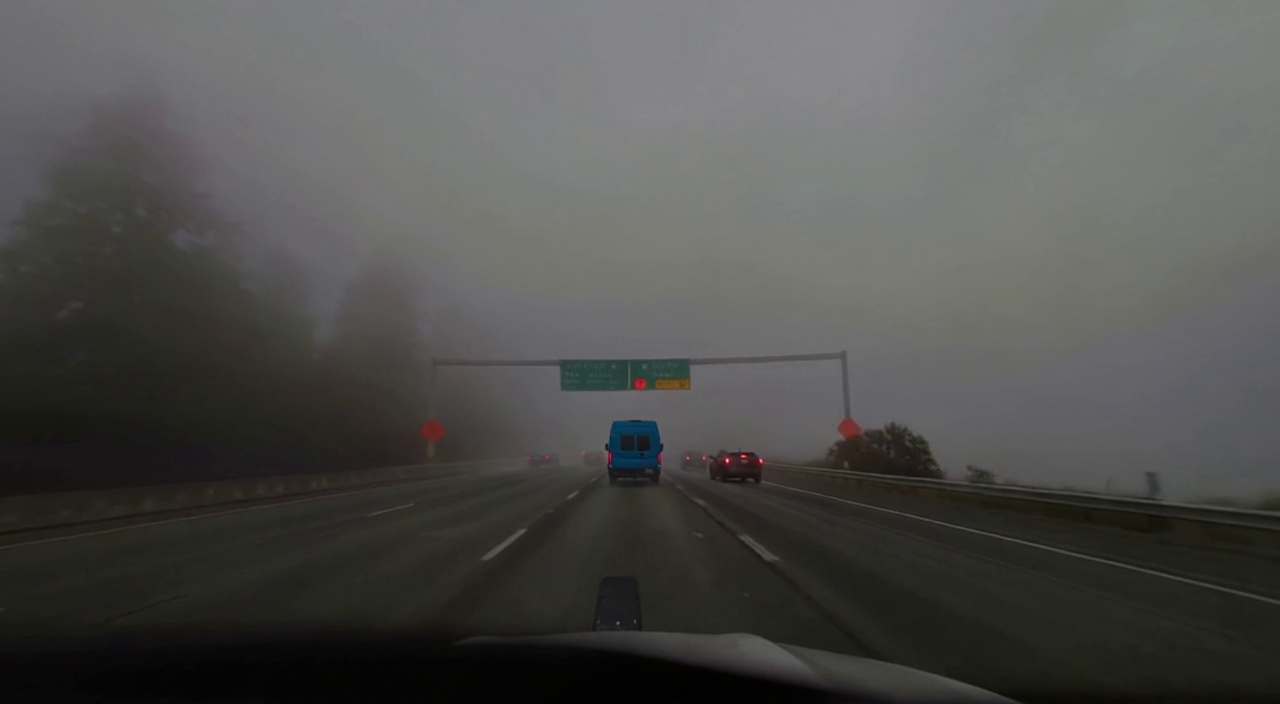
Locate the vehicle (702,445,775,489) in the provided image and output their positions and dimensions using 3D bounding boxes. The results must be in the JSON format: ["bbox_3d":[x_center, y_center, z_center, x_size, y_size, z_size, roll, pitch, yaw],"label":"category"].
[{"bbox_3d":[3.700,4.419,24.454,2.015,1.491,4.732,0,-9,-1],"label":"vehicle"}]

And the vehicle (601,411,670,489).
[{"bbox_3d":[-0.194,3.655,23.475,2.268,2.551,5.144,0,-9,-1],"label":"vehicle"}]

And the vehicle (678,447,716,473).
[{"bbox_3d":[3.447,6.659,38.870,1.978,1.510,4.462,0,-9,1],"label":"vehicle"}]

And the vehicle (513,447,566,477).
[{"bbox_3d":[-5.293,5.856,33.604,2.003,1.498,4.386,-1,-9,1],"label":"vehicle"}]
